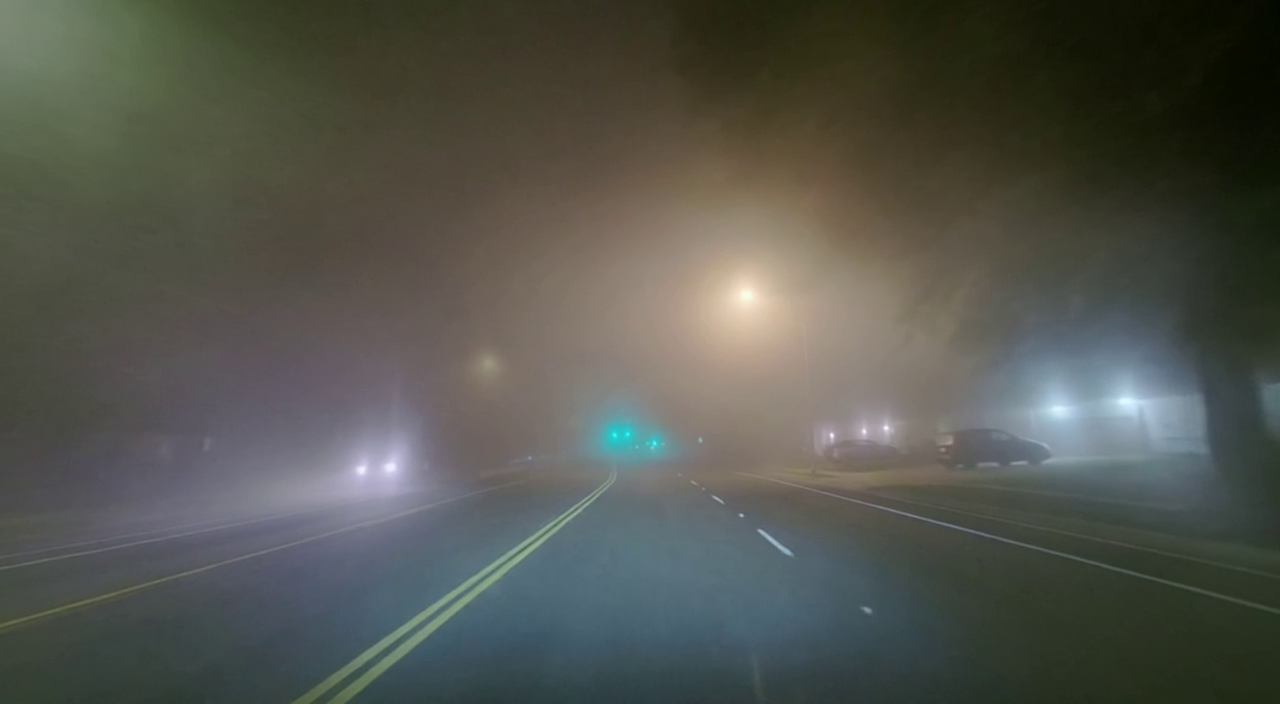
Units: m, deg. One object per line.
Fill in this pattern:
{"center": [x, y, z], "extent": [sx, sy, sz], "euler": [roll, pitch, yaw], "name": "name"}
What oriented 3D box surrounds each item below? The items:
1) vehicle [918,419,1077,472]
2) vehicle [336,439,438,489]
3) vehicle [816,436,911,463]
{"center": [13.709, 3.626, 24.455], "extent": [4.793, 1.744, 2.055], "euler": [-3, -8, 0], "name": "vehicle"}
{"center": [-11.111, 5.003, 28.307], "extent": [2.347, 1.960, 5.167], "euler": [-2, -10, 1], "name": "vehicle"}
{"center": [13.058, 5.720, 37.059], "extent": [4.767, 1.557, 1.994], "euler": [0, -8, -1], "name": "vehicle"}
